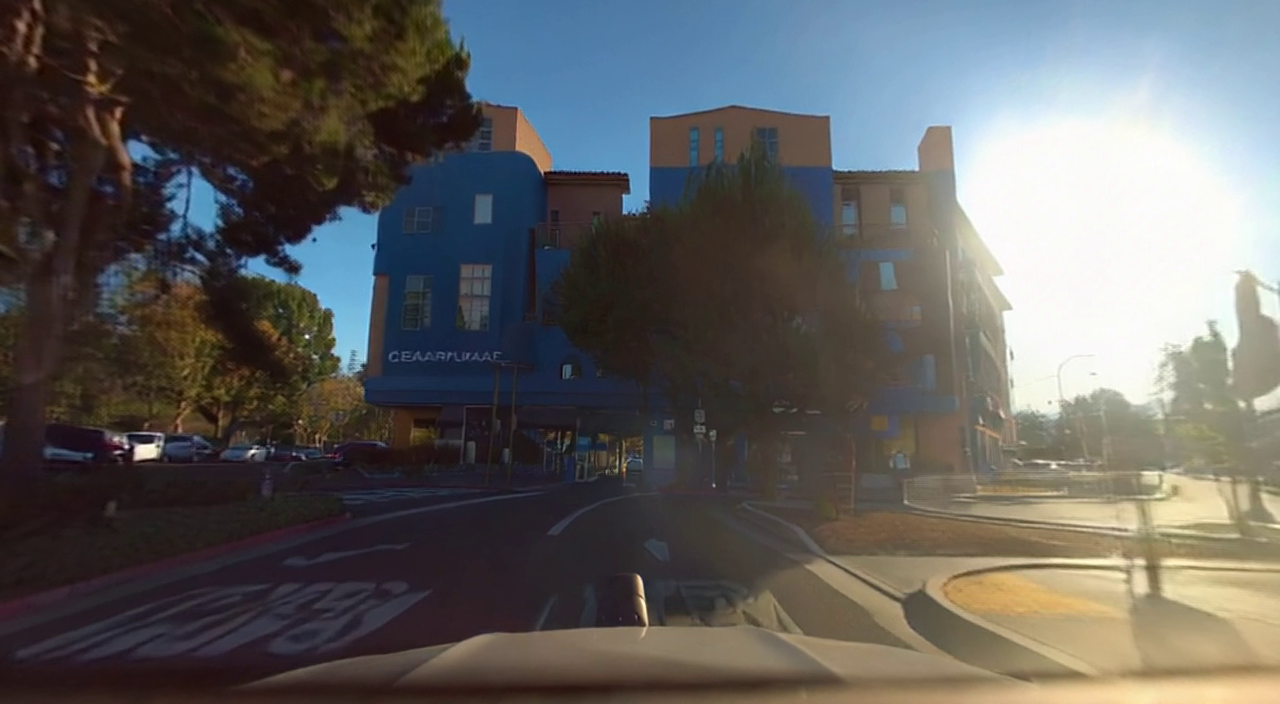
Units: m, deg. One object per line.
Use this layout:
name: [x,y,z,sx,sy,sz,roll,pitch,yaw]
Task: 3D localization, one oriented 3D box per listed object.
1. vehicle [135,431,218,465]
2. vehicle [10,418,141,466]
vehicle: [-25.937,5.345,35.389,1.870,1.563,4.039,-3,-6,-4]
vehicle: [-22.332,3.664,25.140,1.675,1.587,3.980,-2,-12,-4]
